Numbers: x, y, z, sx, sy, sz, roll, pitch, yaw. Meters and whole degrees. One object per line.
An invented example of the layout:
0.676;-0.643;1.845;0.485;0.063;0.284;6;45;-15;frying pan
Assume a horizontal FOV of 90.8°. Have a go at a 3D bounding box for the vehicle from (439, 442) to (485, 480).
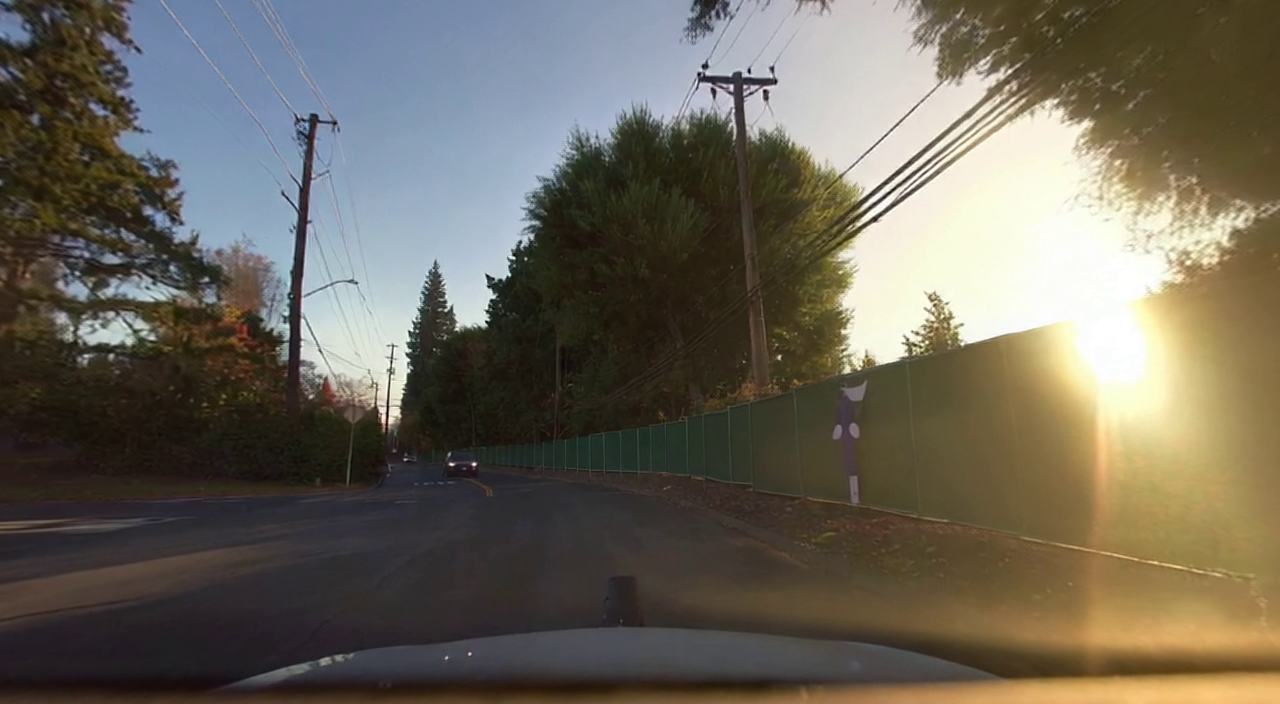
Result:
-9.740;5.920;34.551;2.185;1.901;4.177;2;-9;-16;vehicle
